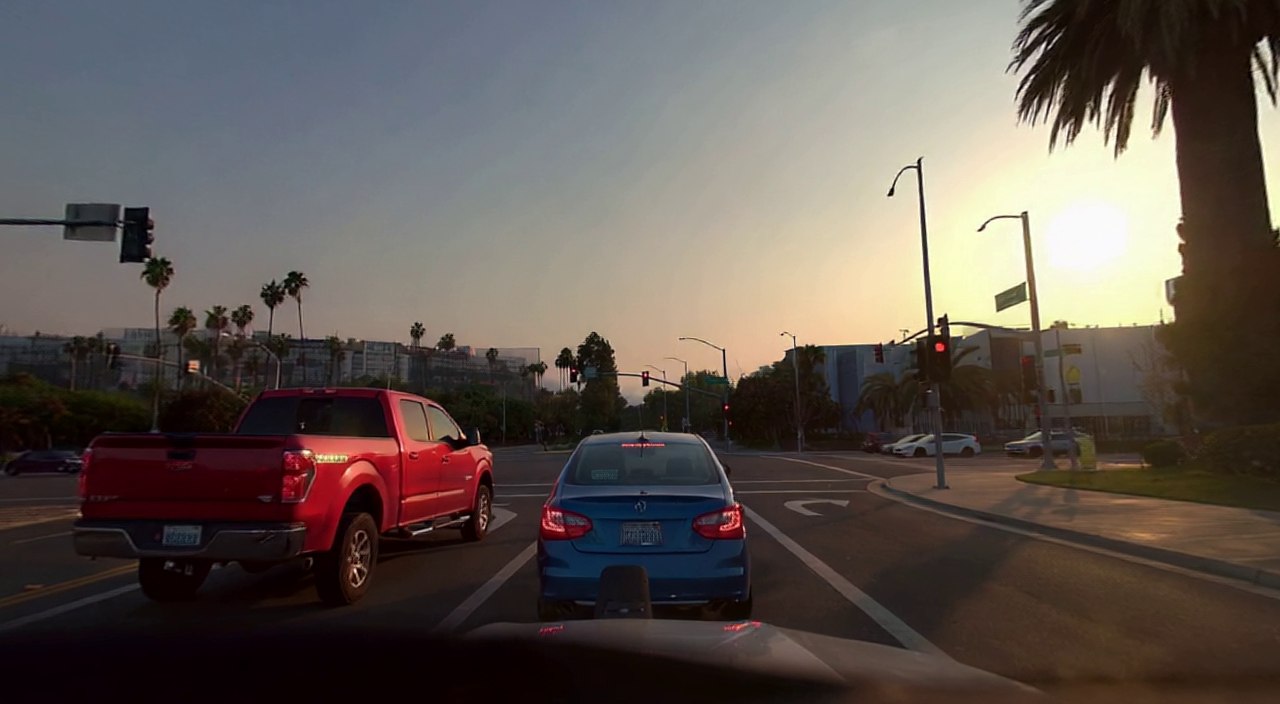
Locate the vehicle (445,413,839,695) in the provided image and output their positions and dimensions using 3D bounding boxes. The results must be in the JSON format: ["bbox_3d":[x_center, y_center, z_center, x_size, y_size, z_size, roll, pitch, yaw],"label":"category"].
[{"bbox_3d":[0.046,1.400,5.541,2.122,1.501,4.152,0,-8,1],"label":"vehicle"}]

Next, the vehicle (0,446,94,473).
[{"bbox_3d":[-37.056,6.646,38.898,4.576,1.617,1.937,0,-8,2],"label":"vehicle"}]

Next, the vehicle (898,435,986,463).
[{"bbox_3d":[18.848,6.069,39.298,4.466,1.717,1.963,0,-8,2],"label":"vehicle"}]

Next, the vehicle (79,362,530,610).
[{"bbox_3d":[-3.210,1.482,7.927,2.330,1.969,5.626,-1,-8,3],"label":"vehicle"}]
